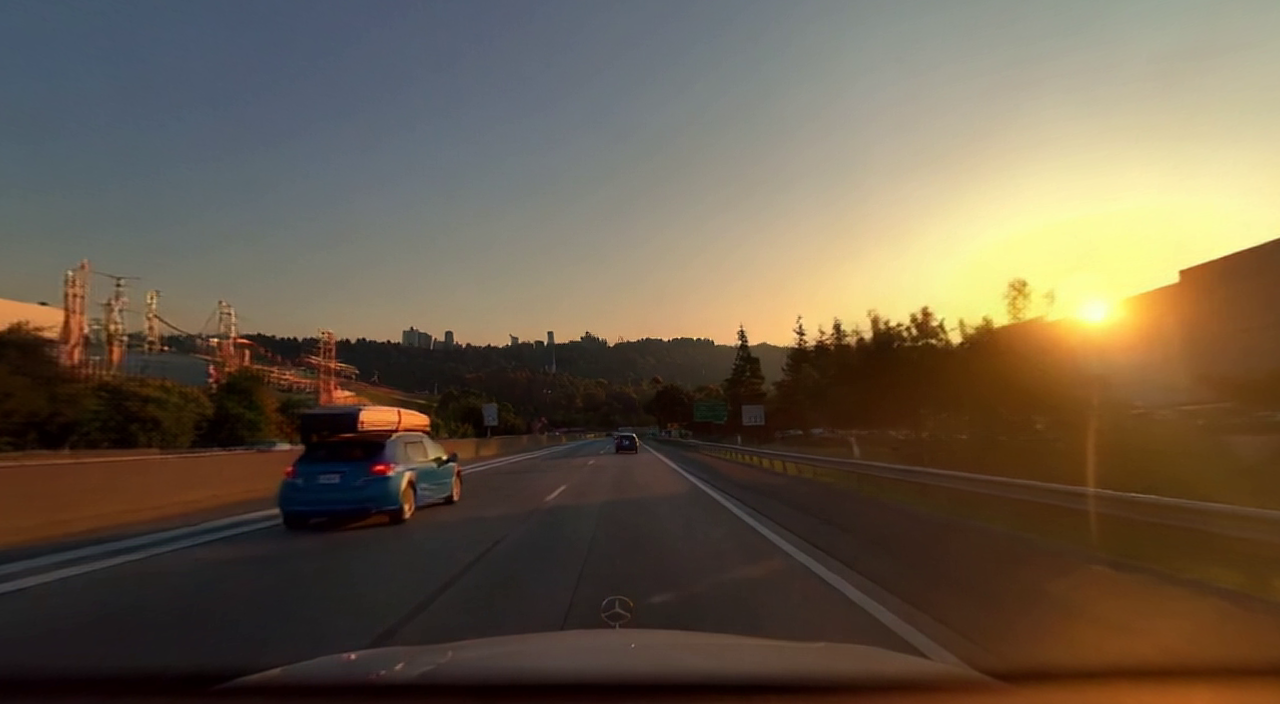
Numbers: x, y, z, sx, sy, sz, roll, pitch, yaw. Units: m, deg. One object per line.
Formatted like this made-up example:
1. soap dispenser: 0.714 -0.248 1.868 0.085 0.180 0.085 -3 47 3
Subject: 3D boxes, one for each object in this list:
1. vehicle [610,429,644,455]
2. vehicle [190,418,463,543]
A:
1. vehicle: -0.822 5.913 41.324 2.151 1.618 3.898 0 -8 -1
2. vehicle: -4.658 1.953 10.409 2.189 1.580 4.607 0 -8 -1
